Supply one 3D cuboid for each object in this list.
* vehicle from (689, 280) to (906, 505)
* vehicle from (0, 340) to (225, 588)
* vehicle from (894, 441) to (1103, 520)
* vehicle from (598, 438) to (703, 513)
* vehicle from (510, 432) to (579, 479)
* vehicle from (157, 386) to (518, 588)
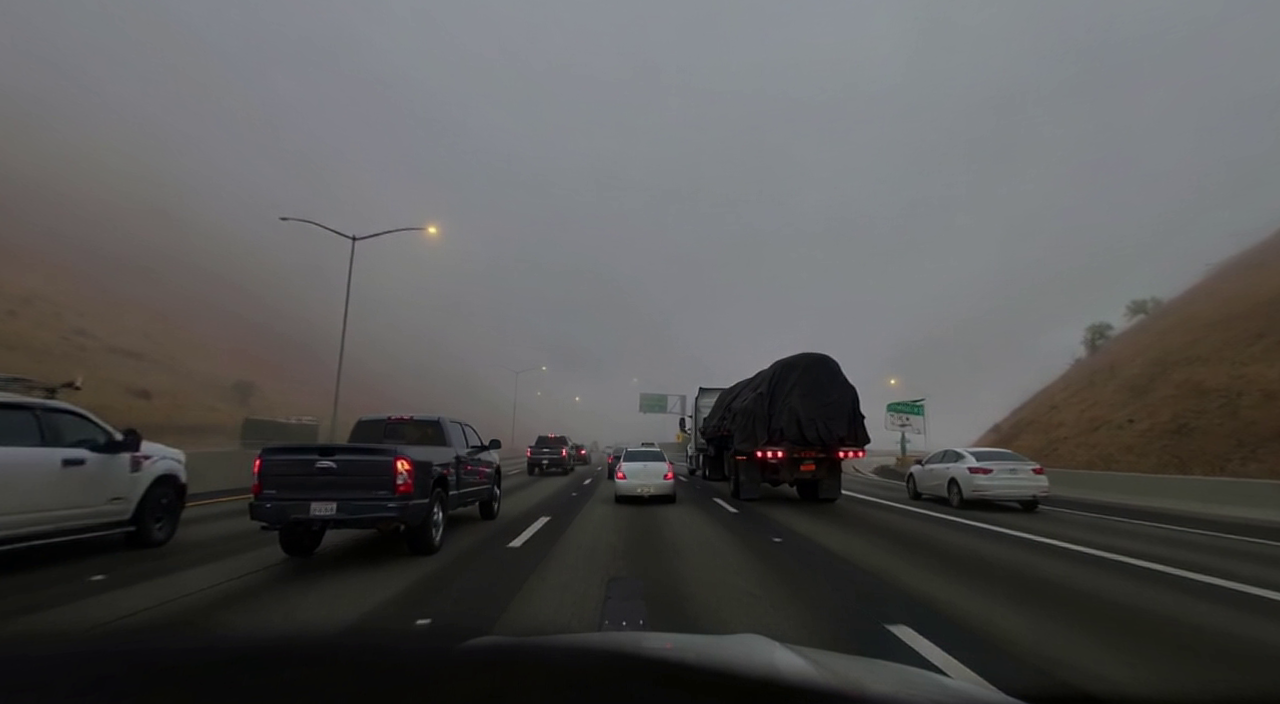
[{"bbox_3d":[3.256,1.490,16.912,2.759,4.098,10.906,0,-8,-1],"label":"vehicle"},{"bbox_3d":[-7.580,0.985,5.453,3.150,2.303,7.133,0,-8,0],"label":"vehicle"},{"bbox_3d":[7.744,2.775,14.225,2.092,1.495,4.194,0,-8,-3],"label":"vehicle"},{"bbox_3d":[0.153,2.776,14.702,2.105,1.471,3.978,0,-8,-2],"label":"vehicle"},{"bbox_3d":[-3.957,4.406,27.104,2.348,1.821,5.061,0,-8,-2],"label":"vehicle"},{"bbox_3d":[-3.379,1.660,8.712,2.318,1.902,5.374,0,-8,0],"label":"vehicle"}]
